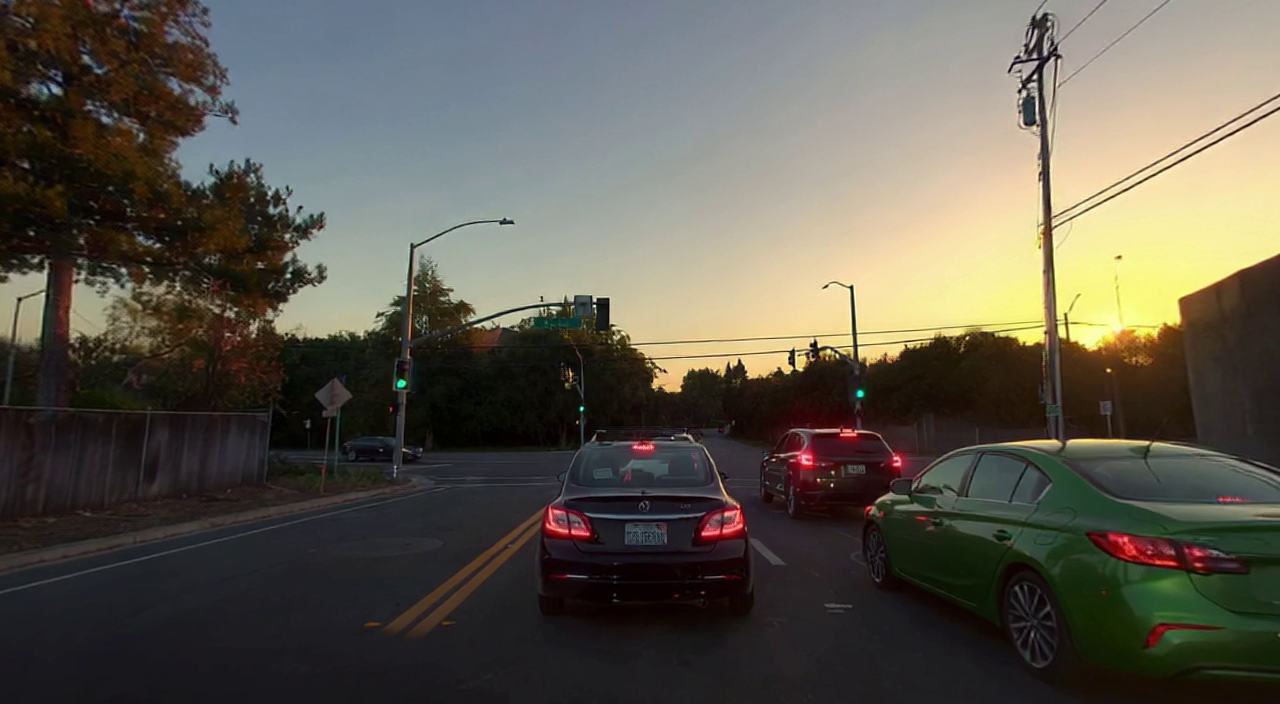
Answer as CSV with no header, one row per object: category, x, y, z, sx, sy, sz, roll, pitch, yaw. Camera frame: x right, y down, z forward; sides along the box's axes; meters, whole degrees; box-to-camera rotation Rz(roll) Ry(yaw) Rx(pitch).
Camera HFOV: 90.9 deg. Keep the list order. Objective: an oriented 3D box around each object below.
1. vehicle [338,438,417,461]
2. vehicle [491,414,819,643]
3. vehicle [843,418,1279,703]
vehicle,-17.236,6.413,41.467,4.406,1.458,1.892,-1,-8,7
vehicle,0.066,1.495,6.440,2.170,1.497,4.369,0,-8,-1
vehicle,3.081,1.243,4.137,2.027,1.432,4.431,0,-8,0
